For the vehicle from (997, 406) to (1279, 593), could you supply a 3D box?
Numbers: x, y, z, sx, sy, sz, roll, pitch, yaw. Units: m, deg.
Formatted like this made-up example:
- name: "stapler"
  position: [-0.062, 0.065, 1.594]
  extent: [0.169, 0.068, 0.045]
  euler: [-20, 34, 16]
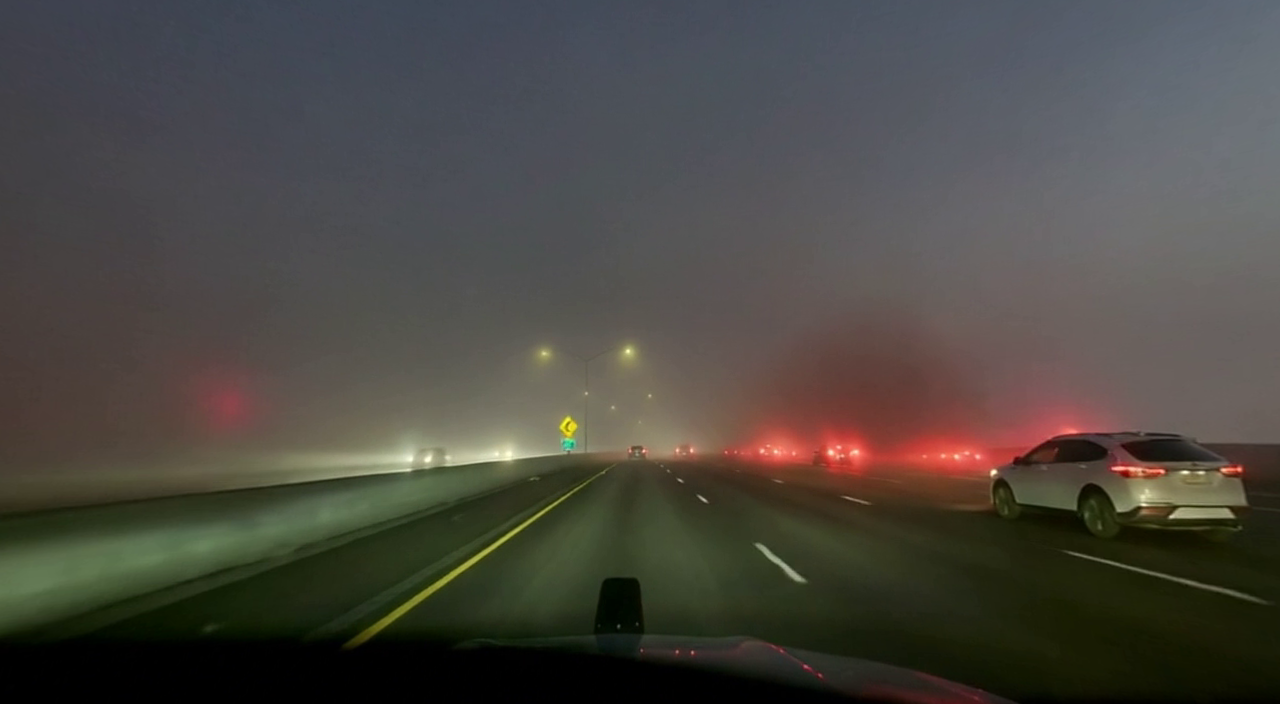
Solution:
- name: "vehicle"
  position: [6.798, 1.654, 7.811]
  extent: [2.027, 1.679, 4.543]
  euler: [0, -9, -1]

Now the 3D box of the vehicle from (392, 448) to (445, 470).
- name: "vehicle"
  position: [-14.950, 7.224, 42.884]
  extent: [2.002, 1.427, 4.270]
  euler: [0, -9, 0]

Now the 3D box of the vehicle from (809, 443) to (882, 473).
- name: "vehicle"
  position: [11.182, 5.819, 34.866]
  extent: [2.194, 1.489, 5.141]
  euler: [0, -9, -1]
